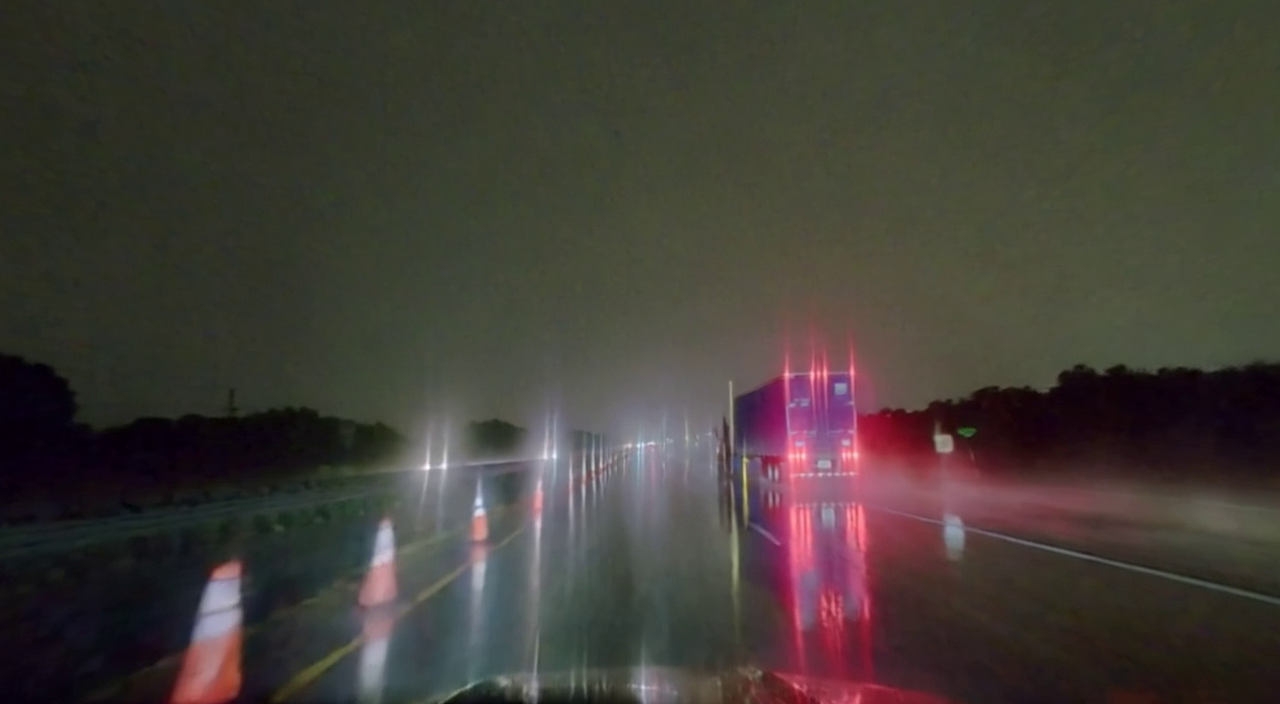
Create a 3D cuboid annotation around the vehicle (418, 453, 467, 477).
[{"bbox_3d":[-13.214,7.591,42.459,1.869,1.455,4.529,0,-9,0],"label":"vehicle"}]
